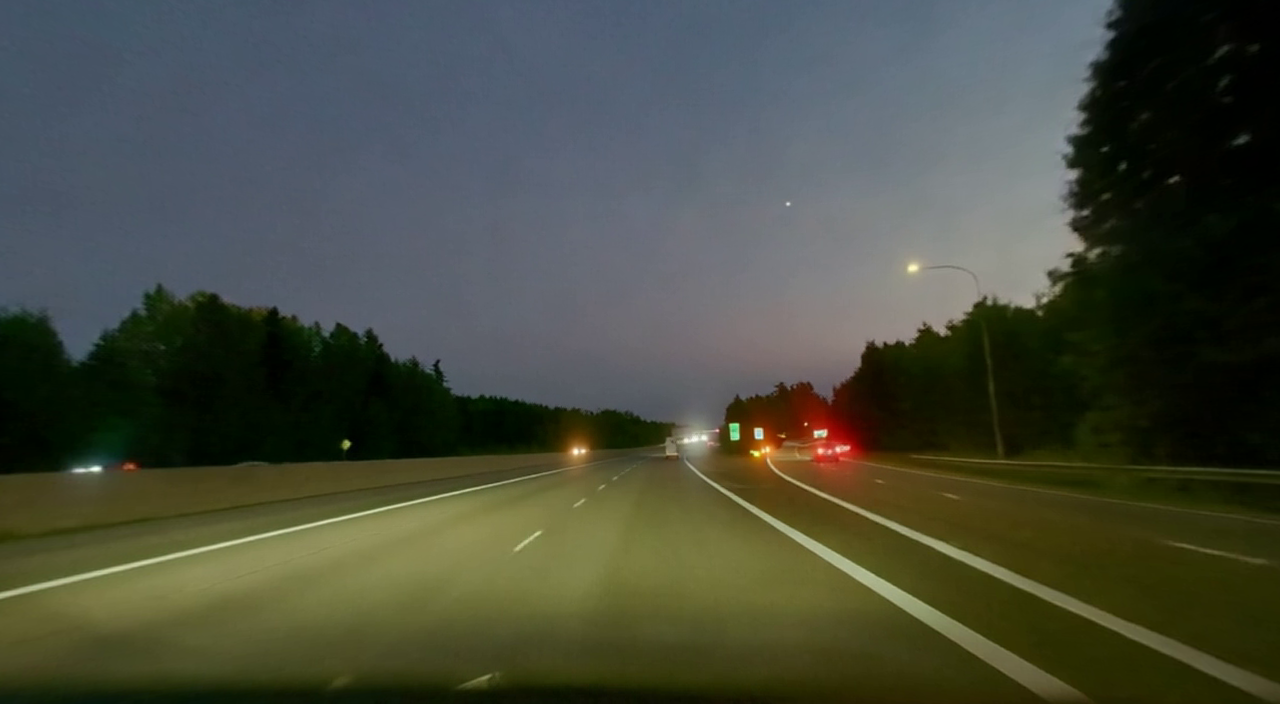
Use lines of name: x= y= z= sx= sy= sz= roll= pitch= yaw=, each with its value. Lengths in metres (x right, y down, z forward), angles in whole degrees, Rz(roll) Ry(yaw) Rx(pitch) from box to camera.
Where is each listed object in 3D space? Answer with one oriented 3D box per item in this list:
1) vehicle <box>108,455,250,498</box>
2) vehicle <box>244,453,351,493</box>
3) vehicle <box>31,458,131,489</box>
vehicle: x=-17.842 y=4.809 z=24.710 sx=2.122 sy=1.492 sz=4.416 roll=0 pitch=-9 yaw=1
vehicle: x=-14.033 y=4.940 z=26.146 sx=2.014 sy=1.476 sz=4.195 roll=0 pitch=-9 yaw=1
vehicle: x=-31.086 y=6.724 z=35.260 sx=1.809 sy=1.521 sz=4.768 roll=1 pitch=-9 yaw=-9
